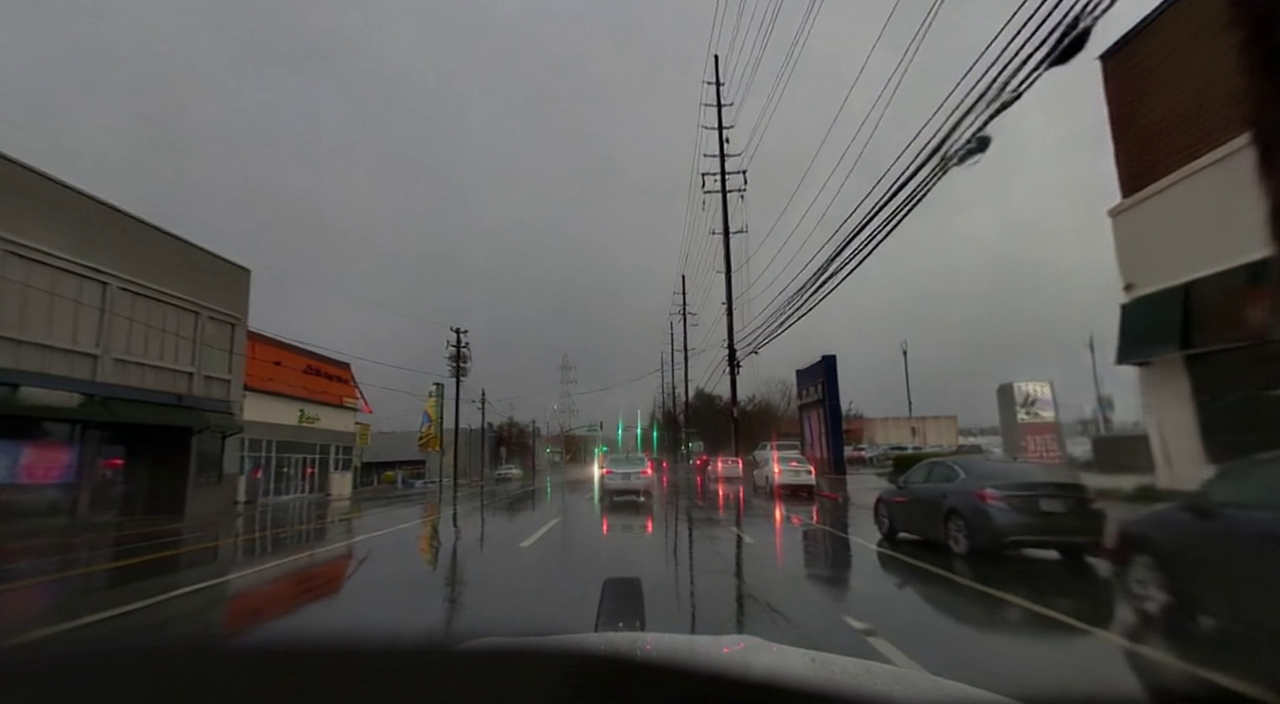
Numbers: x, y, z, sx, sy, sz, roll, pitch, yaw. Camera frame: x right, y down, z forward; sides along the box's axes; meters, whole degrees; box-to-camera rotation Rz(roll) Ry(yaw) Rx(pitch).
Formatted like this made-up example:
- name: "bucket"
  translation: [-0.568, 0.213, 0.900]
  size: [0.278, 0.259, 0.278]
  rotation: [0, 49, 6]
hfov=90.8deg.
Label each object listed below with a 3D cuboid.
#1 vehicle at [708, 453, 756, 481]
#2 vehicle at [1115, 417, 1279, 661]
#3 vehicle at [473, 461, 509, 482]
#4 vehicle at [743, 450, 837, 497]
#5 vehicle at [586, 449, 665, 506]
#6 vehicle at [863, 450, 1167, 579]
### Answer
- name: "vehicle"
  translation: [5.188, 6.566, 36.335]
  size: [1.987, 1.459, 4.677]
  rotation: [0, -9, -1]
- name: "vehicle"
  translation: [5.114, 1.151, 3.636]
  size: [1.779, 1.592, 3.740]
  rotation: [0, -9, 0]
- name: "vehicle"
  translation: [-11.663, 9.344, 49.691]
  size: [1.828, 1.457, 4.371]
  rotation: [0, -9, -1]
- name: "vehicle"
  translation: [5.247, 4.316, 22.869]
  size: [2.108, 1.471, 4.948]
  rotation: [0, -9, -1]
- name: "vehicle"
  translation: [-0.385, 3.688, 19.026]
  size: [2.116, 1.479, 3.980]
  rotation: [0, -9, 0]
- name: "vehicle"
  translation: [5.008, 2.168, 9.323]
  size: [1.761, 1.413, 4.272]
  rotation: [0, -9, -2]
